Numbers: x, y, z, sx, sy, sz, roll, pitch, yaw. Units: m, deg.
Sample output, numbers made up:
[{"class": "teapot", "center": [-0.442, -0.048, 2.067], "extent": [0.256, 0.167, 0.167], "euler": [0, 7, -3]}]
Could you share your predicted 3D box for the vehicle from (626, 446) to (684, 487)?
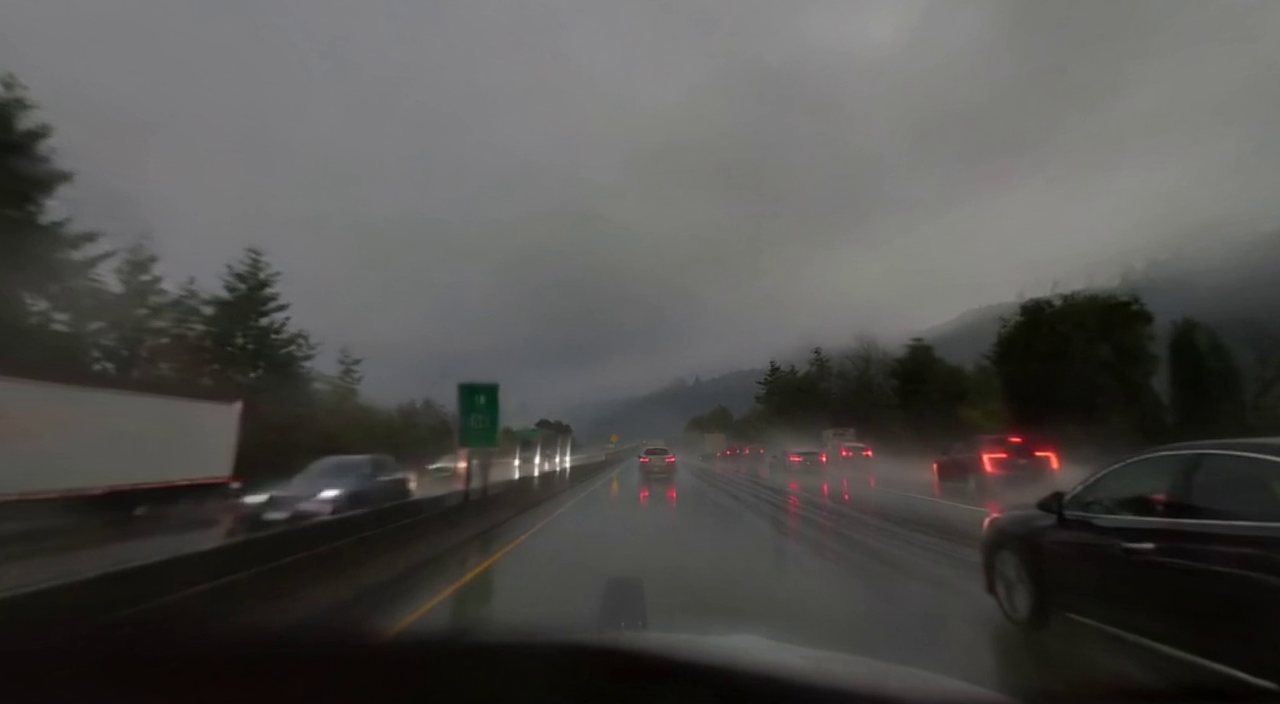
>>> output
[{"class": "vehicle", "center": [0.555, 4.639, 25.808], "extent": [2.177, 1.520, 4.278], "euler": [0, -9, 0]}]

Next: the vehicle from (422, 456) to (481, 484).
[{"class": "vehicle", "center": [-11.191, 7.033, 37.776], "extent": [2.103, 1.481, 4.610], "euler": [0, -9, 1]}]

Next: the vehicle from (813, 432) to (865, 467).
[{"class": "vehicle", "center": [14.925, 7.333, 47.533], "extent": [2.115, 2.446, 5.323], "euler": [0, -9, -1]}]

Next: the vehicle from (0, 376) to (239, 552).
[{"class": "vehicle", "center": [-14.650, 2.416, 13.673], "extent": [2.812, 3.601, 13.744], "euler": [0, -9, 1]}]

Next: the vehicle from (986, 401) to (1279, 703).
[{"class": "vehicle", "center": [3.702, 0.952, 2.653], "extent": [2.029, 1.475, 4.279], "euler": [0, -9, 0]}]

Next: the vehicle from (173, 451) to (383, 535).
[{"class": "vehicle", "center": [-7.503, 2.921, 13.741], "extent": [1.911, 1.497, 4.500], "euler": [0, -9, 0]}]
